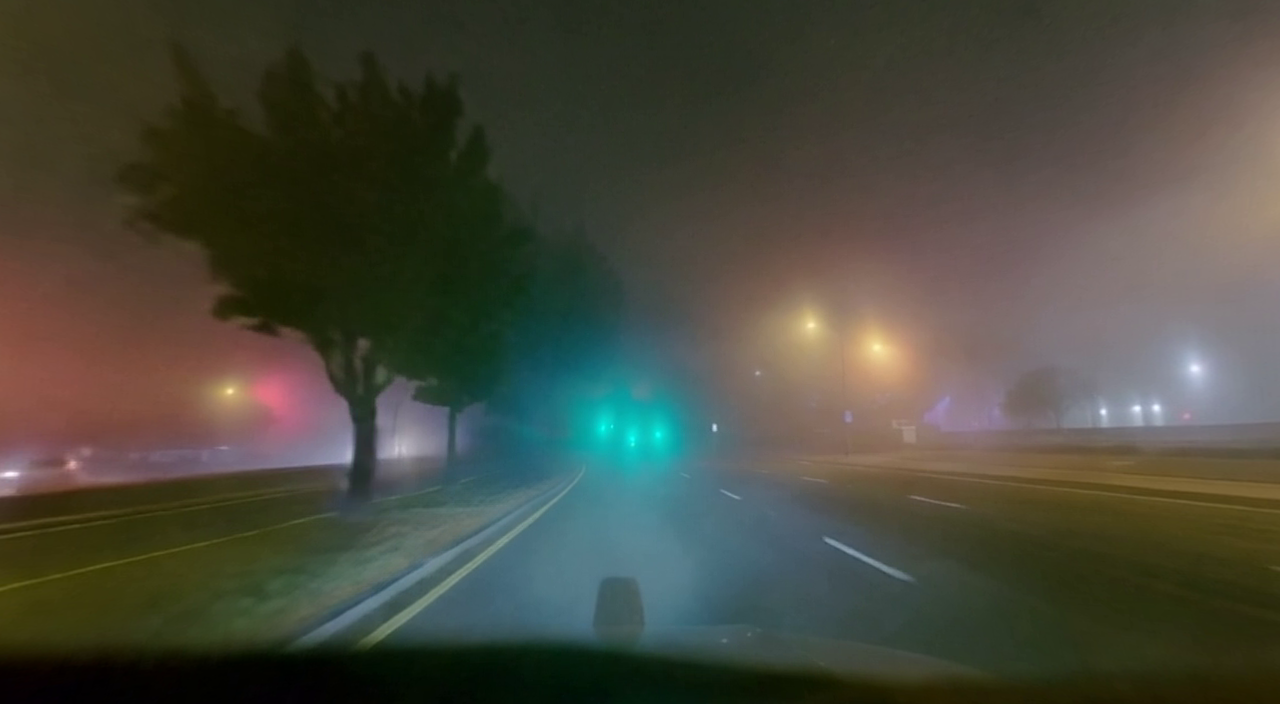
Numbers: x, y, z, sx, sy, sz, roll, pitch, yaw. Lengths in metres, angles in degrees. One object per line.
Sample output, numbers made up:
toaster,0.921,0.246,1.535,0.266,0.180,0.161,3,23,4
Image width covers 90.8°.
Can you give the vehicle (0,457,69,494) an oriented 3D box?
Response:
vehicle,-28.067,5.423,27.789,1.863,1.468,4.560,0,-8,-4
